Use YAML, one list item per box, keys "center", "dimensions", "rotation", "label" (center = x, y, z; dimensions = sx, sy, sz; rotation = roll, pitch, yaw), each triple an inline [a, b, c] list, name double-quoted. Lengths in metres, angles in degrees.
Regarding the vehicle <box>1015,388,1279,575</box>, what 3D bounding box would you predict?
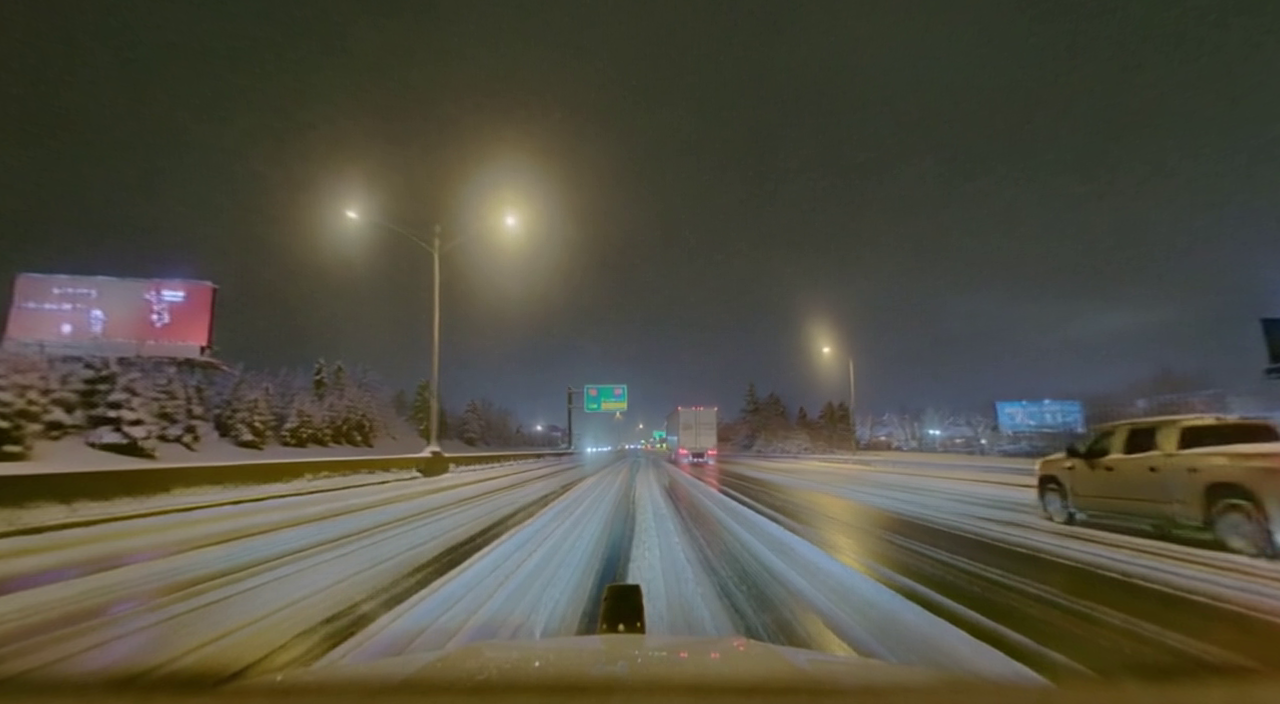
- center: [8.002, 1.649, 8.482]
  dimensions: [2.544, 1.947, 5.288]
  rotation: [0, -9, -1]
  label: "vehicle"
